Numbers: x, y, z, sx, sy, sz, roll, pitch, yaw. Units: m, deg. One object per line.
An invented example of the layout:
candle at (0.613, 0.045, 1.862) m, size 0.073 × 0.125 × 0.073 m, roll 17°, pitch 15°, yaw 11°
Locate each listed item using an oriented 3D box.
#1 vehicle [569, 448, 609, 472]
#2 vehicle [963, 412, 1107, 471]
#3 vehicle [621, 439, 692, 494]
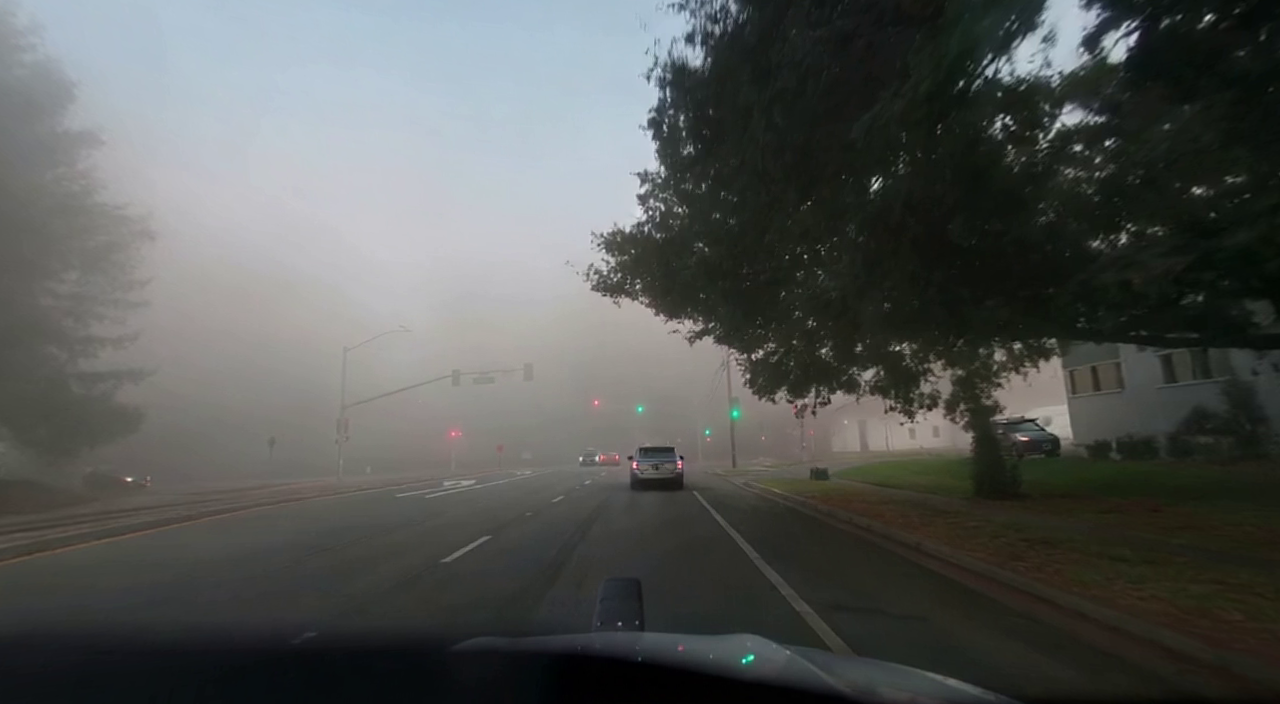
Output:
vehicle at (-3.295, 7.082, 41.778) m, size 2.153 × 1.474 × 4.284 m, roll 0°, pitch -9°, yaw 2°
vehicle at (14.495, 3.378, 23.685) m, size 2.225 × 1.922 × 5.243 m, roll -1°, pitch -9°, yaw 3°
vehicle at (0.552, 3.746, 21.017) m, size 2.156 × 1.636 × 3.923 m, roll 0°, pitch -9°, yaw 2°
